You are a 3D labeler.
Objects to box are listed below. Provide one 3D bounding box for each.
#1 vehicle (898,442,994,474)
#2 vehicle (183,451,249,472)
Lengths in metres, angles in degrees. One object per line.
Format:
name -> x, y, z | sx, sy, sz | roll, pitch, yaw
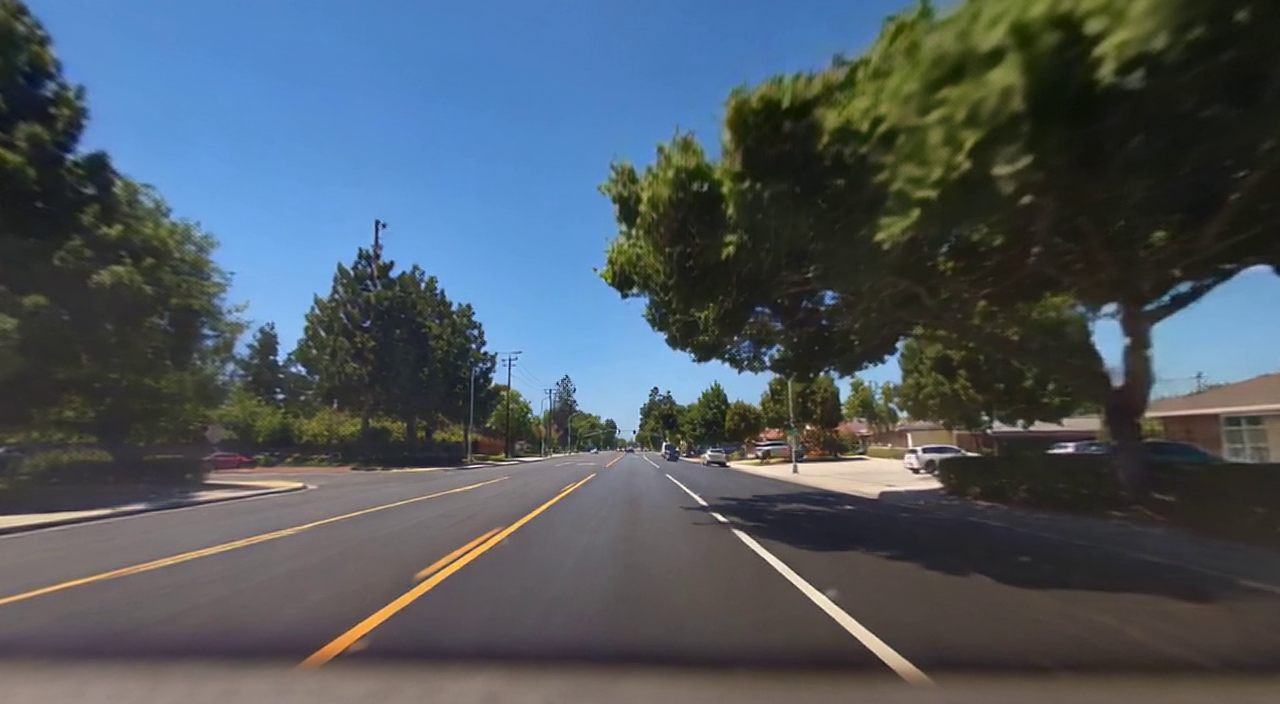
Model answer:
vehicle -> 15.090, 5.257, 31.293 | 3.709, 1.509, 1.873 | 0, -9, -1
vehicle -> -32.198, 8.279, 48.149 | 1.866, 1.469, 4.473 | 0, -9, 0
